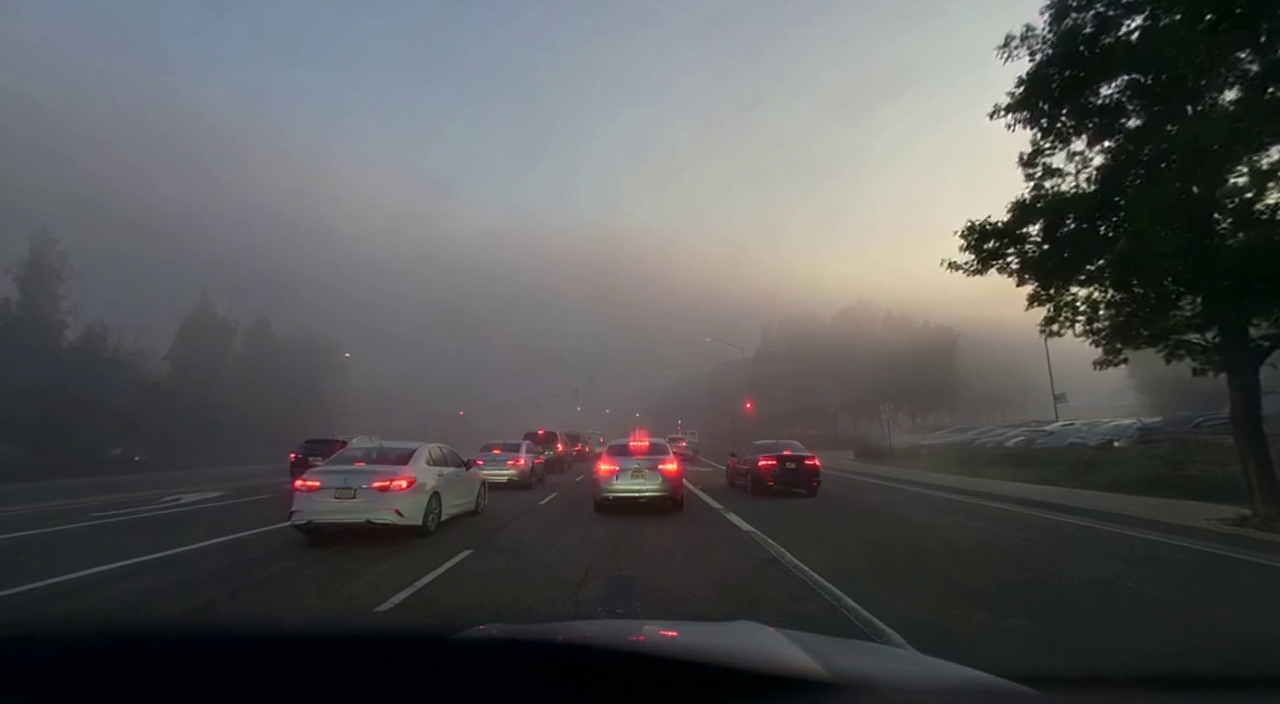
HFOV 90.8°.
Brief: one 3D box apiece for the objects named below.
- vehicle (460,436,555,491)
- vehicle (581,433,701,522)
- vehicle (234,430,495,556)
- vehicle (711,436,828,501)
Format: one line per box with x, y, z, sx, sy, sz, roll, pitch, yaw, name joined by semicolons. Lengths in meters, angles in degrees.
-3.875;3.336;19.250;1.985;1.467;4.224;0;-8;0;vehicle
-0.052;2.411;12.686;2.007;1.467;4.059;0;-8;-2;vehicle
-3.758;1.989;9.684;2.052;1.475;4.341;0;-8;0;vehicle
3.188;2.975;16.570;1.978;1.452;4.381;0;-8;-3;vehicle
